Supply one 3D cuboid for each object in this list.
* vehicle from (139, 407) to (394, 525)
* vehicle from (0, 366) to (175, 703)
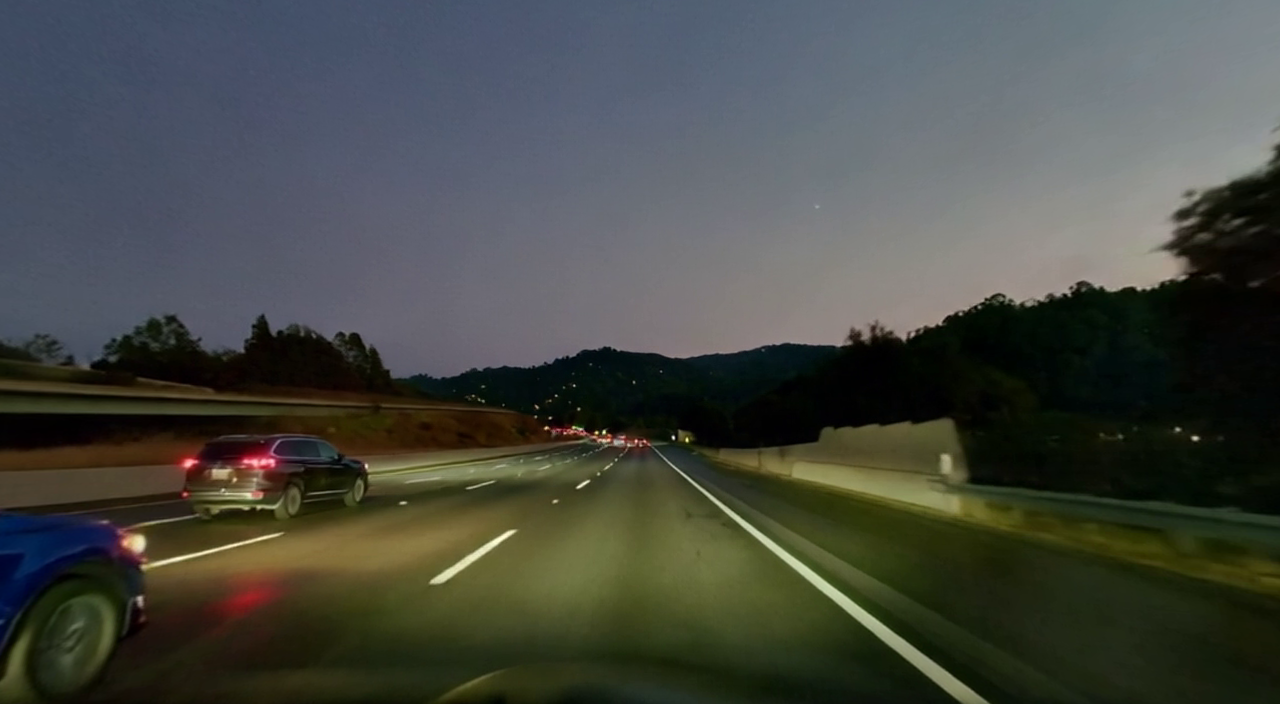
[{"bbox_3d":[-7.148,2.262,12.951,2.151,1.925,4.945,0,-9,0],"label":"vehicle"},{"bbox_3d":[-3.804,0.720,1.575,1.983,1.663,4.290,0,-9,0],"label":"vehicle"}]
